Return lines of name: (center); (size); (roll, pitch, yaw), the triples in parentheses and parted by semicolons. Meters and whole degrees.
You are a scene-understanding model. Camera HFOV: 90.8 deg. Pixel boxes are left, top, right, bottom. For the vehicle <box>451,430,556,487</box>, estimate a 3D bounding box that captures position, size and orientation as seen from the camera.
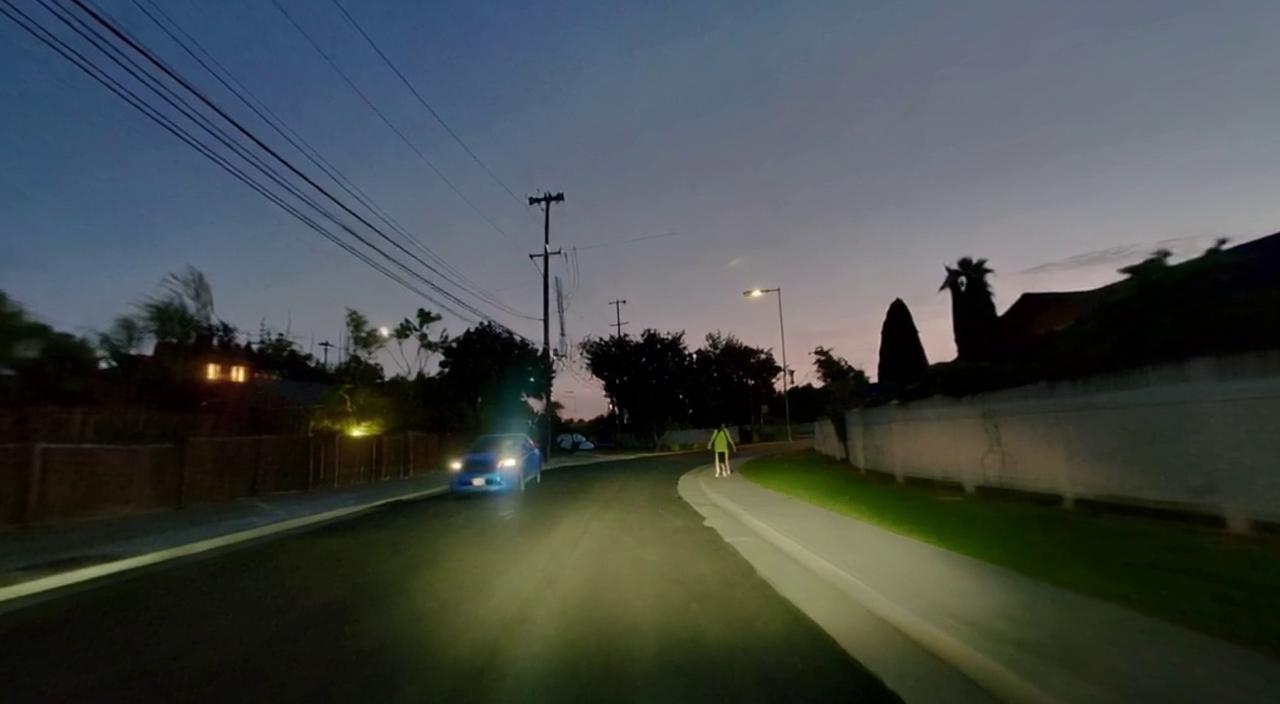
vehicle: (-4.567, 3.652, 21.923); (2.208, 1.758, 4.529); (-1, -8, 6)
